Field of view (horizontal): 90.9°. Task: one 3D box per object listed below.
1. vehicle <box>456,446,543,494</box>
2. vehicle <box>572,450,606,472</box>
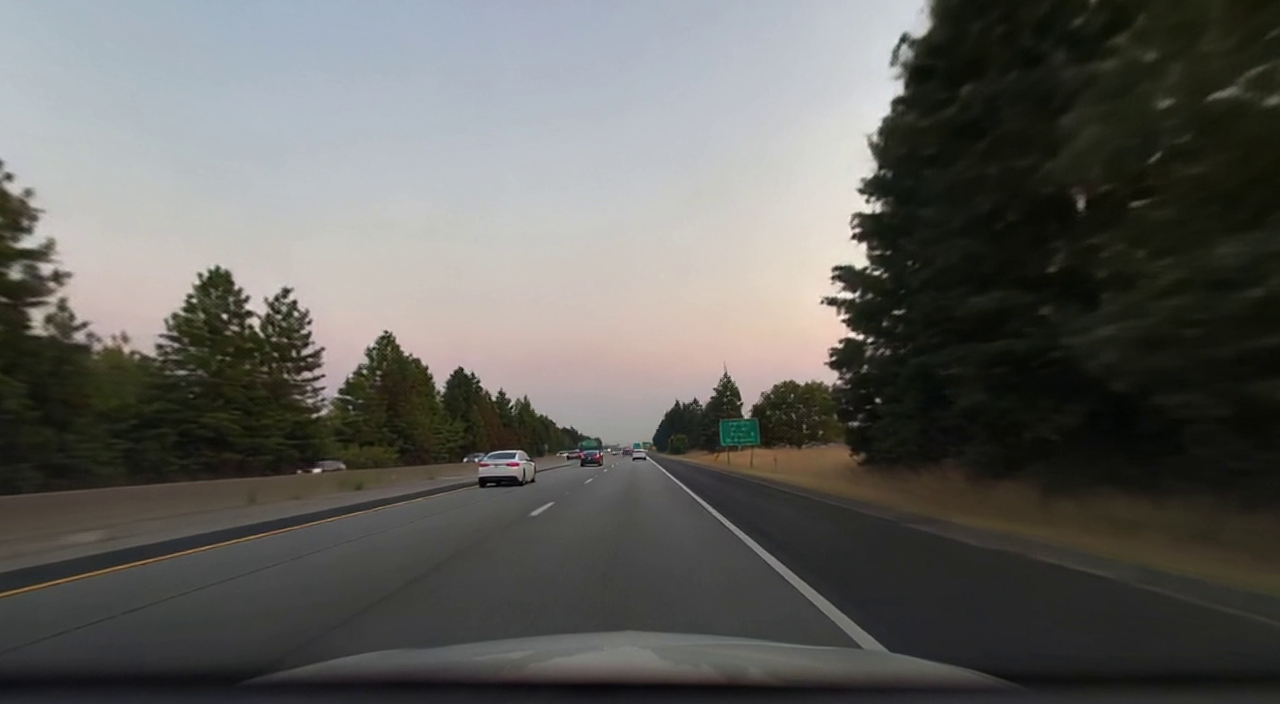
[{"bbox_3d":[-4.817,4.119,22.328,1.975,1.501,4.603,0,-9,0],"label":"vehicle"},{"bbox_3d":[-3.487,7.531,43.669,2.005,1.474,3.921,0,-9,0],"label":"vehicle"}]
